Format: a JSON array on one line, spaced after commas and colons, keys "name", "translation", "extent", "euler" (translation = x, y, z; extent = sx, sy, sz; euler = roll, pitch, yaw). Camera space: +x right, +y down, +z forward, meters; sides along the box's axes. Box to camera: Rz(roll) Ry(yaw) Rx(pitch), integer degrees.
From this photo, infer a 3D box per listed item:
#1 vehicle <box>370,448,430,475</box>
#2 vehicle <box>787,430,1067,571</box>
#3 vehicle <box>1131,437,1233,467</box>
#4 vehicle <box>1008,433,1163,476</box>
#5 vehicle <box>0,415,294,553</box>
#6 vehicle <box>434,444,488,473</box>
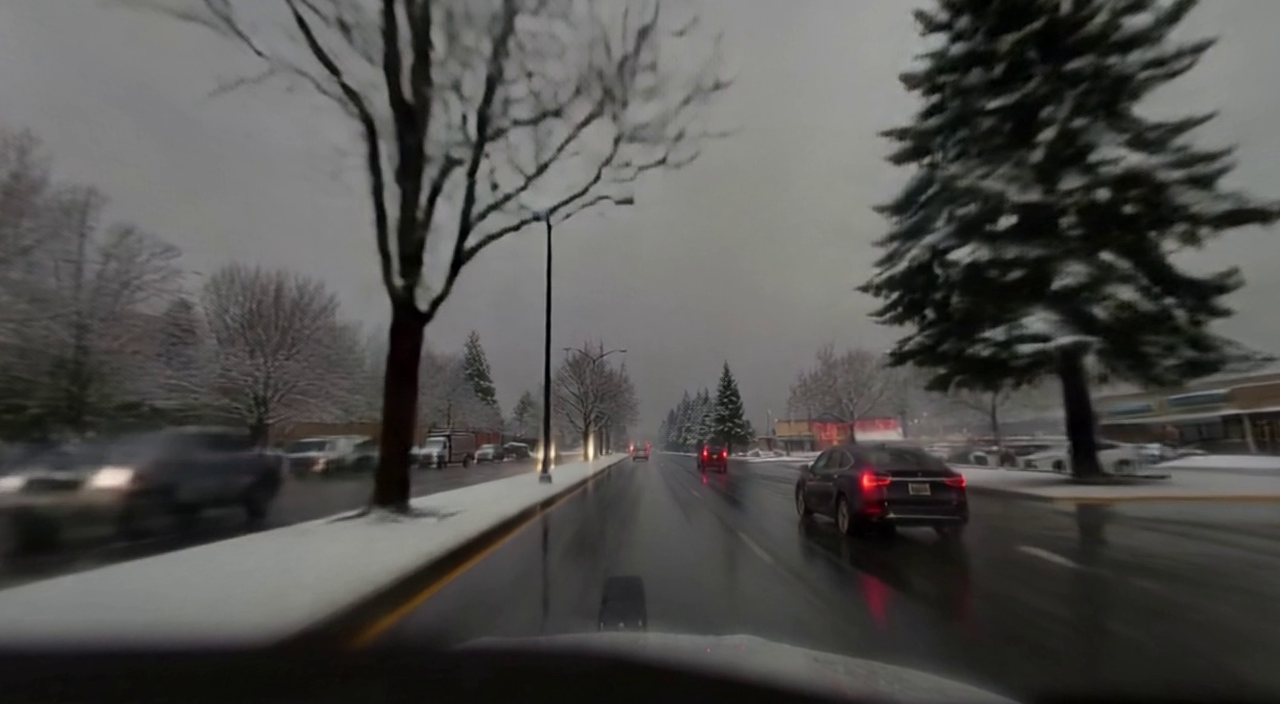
[{"name": "vehicle", "translation": [-15.134, 6.922, 39.925], "extent": [1.936, 1.612, 4.585], "euler": [0, -8, 1]}, {"name": "vehicle", "translation": [3.605, 1.930, 8.998], "extent": [1.935, 1.501, 4.384], "euler": [0, -8, 0]}, {"name": "vehicle", "translation": [32.186, 5.931, 37.347], "extent": [4.394, 1.681, 2.009], "euler": [1, -8, -5]}, {"name": "vehicle", "translation": [17.543, 4.042, 24.907], "extent": [4.537, 1.629, 2.094], "euler": [0, -9, -1]}, {"name": "vehicle", "translation": [-8.553, 2.149, 10.989], "extent": [2.156, 1.838, 4.945], "euler": [0, -9, 0]}, {"name": "vehicle", "translation": [-11.774, 7.010, 41.615], "extent": [2.145, 1.807, 4.486], "euler": [0, -9, 1]}]
